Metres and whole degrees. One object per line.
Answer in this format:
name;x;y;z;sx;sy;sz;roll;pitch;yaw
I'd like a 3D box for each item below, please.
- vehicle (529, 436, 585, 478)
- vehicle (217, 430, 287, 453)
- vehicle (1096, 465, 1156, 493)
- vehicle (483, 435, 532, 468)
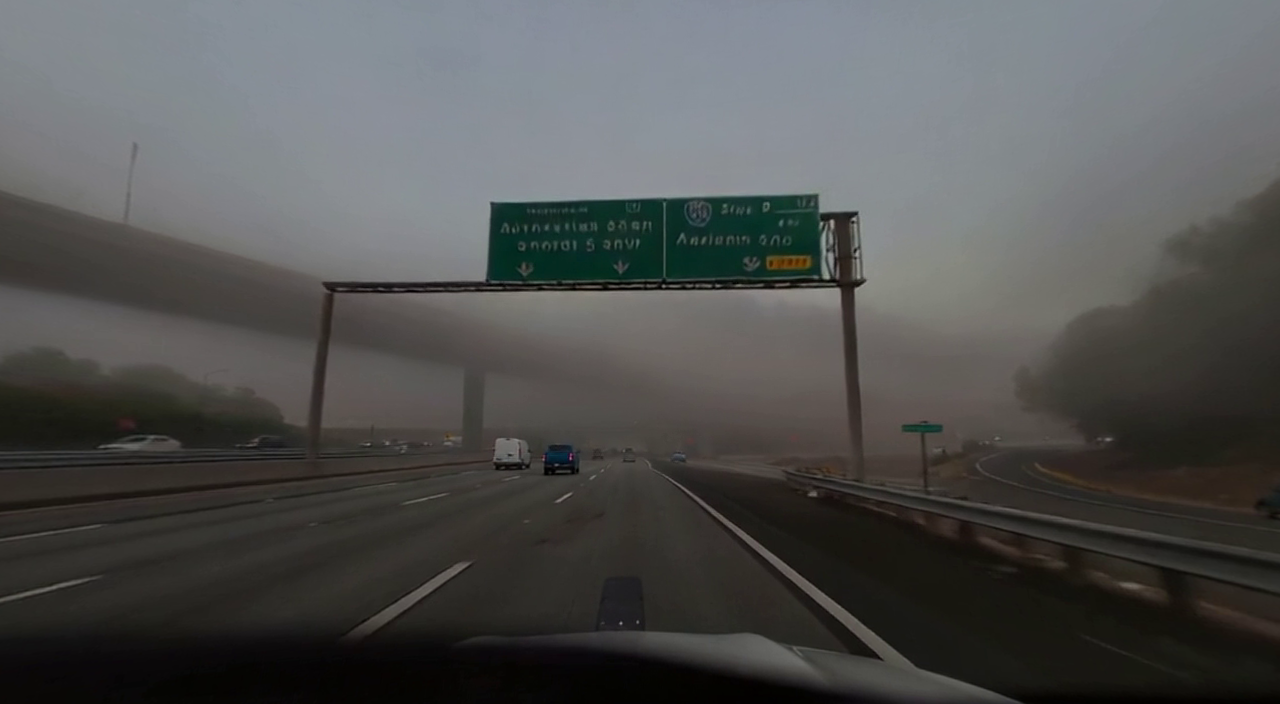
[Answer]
vehicle;-4.008;5.171;31.275;2.144;1.847;4.850;0;-9;0
vehicle;-30.493;7.102;49.711;1.941;1.677;5.525;0;-9;0
vehicle;31.150;8.100;40.479;1.944;1.528;4.123;-4;-9;22
vehicle;-8.366;6.351;40.245;2.132;1.984;4.639;0;-9;-1
